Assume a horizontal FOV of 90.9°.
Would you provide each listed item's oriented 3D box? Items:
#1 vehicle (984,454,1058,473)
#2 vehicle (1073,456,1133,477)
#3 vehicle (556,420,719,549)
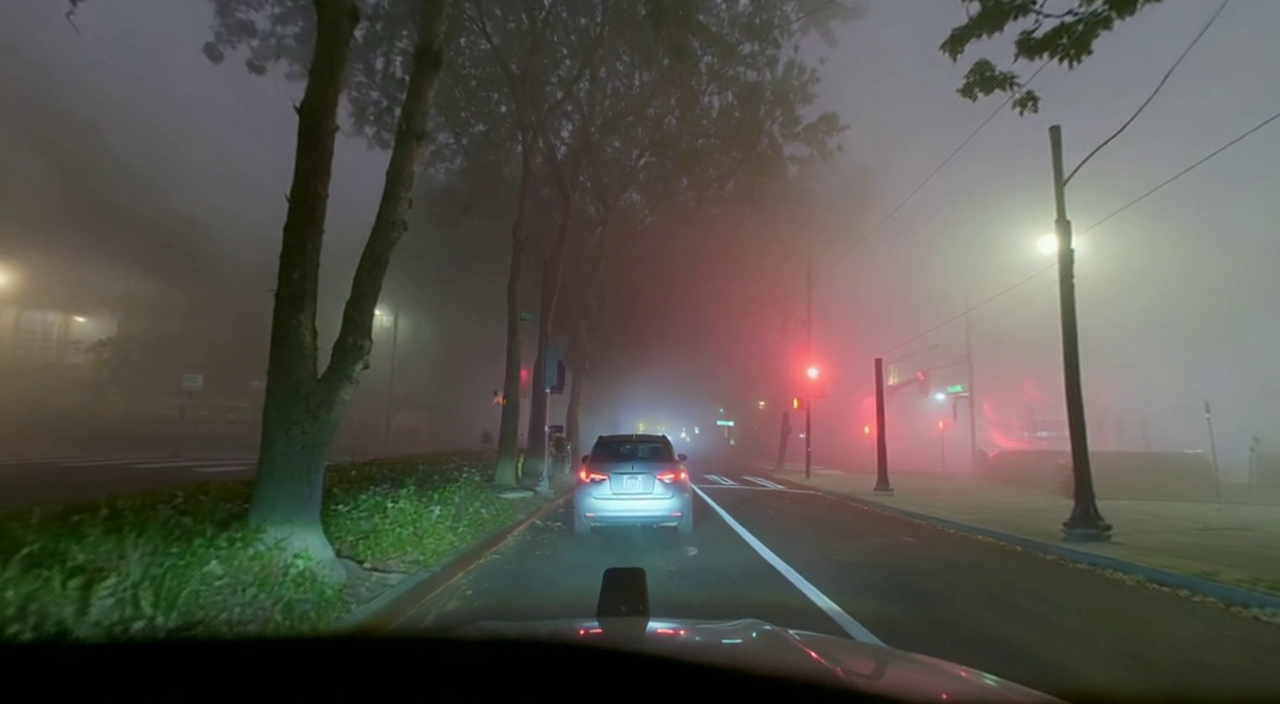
[{"bbox_3d":[29.774,8.696,49.308,4.668,1.441,1.904,1,-9,-5],"label":"vehicle"},{"bbox_3d":[36.251,8.971,49.404,3.445,1.363,1.608,3,-7,-1],"label":"vehicle"},{"bbox_3d":[-0.072,1.985,10.039,2.079,1.621,3.861,0,-9,-1],"label":"vehicle"}]
